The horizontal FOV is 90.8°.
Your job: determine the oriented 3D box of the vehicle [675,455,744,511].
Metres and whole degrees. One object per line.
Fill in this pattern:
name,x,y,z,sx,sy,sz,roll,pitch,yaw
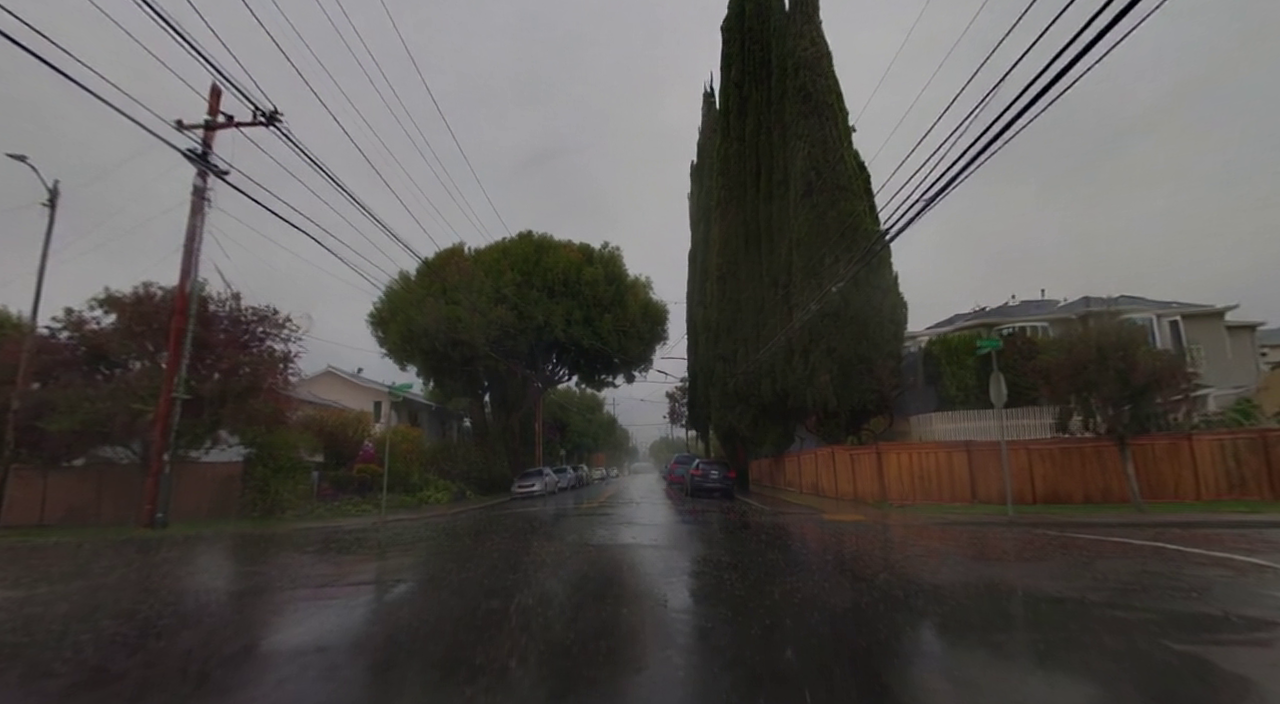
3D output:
vehicle,2.606,5.031,24.754,2.051,1.874,4.459,1,-8,-2

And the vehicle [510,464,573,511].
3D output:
vehicle,-4.283,5.964,28.267,2.189,1.771,4.571,0,-8,-2
